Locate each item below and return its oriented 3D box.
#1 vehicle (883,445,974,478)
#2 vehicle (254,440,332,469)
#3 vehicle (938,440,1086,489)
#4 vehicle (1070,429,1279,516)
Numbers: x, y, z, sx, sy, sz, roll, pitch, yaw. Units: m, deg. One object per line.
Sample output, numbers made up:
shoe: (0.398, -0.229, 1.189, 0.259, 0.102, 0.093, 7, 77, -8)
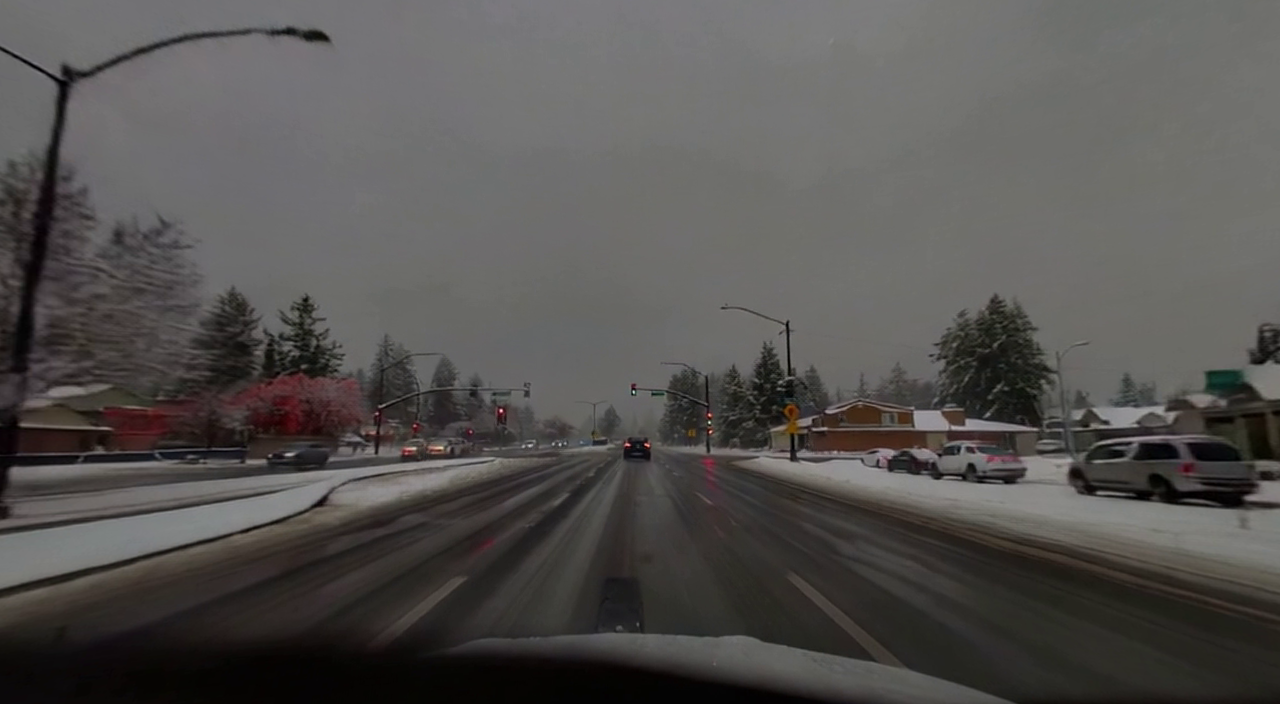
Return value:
vehicle: (12.669, 4.799, 28.088, 1.903, 1.330, 4.470, 0, -8, -1)
vehicle: (-19.414, 5.732, 35.589, 1.918, 1.472, 4.360, 0, -8, 0)
vehicle: (12.502, 3.781, 21.716, 2.128, 1.467, 4.987, 0, -8, 1)
vehicle: (12.658, 2.727, 14.856, 1.976, 1.706, 4.354, 0, -8, 0)
